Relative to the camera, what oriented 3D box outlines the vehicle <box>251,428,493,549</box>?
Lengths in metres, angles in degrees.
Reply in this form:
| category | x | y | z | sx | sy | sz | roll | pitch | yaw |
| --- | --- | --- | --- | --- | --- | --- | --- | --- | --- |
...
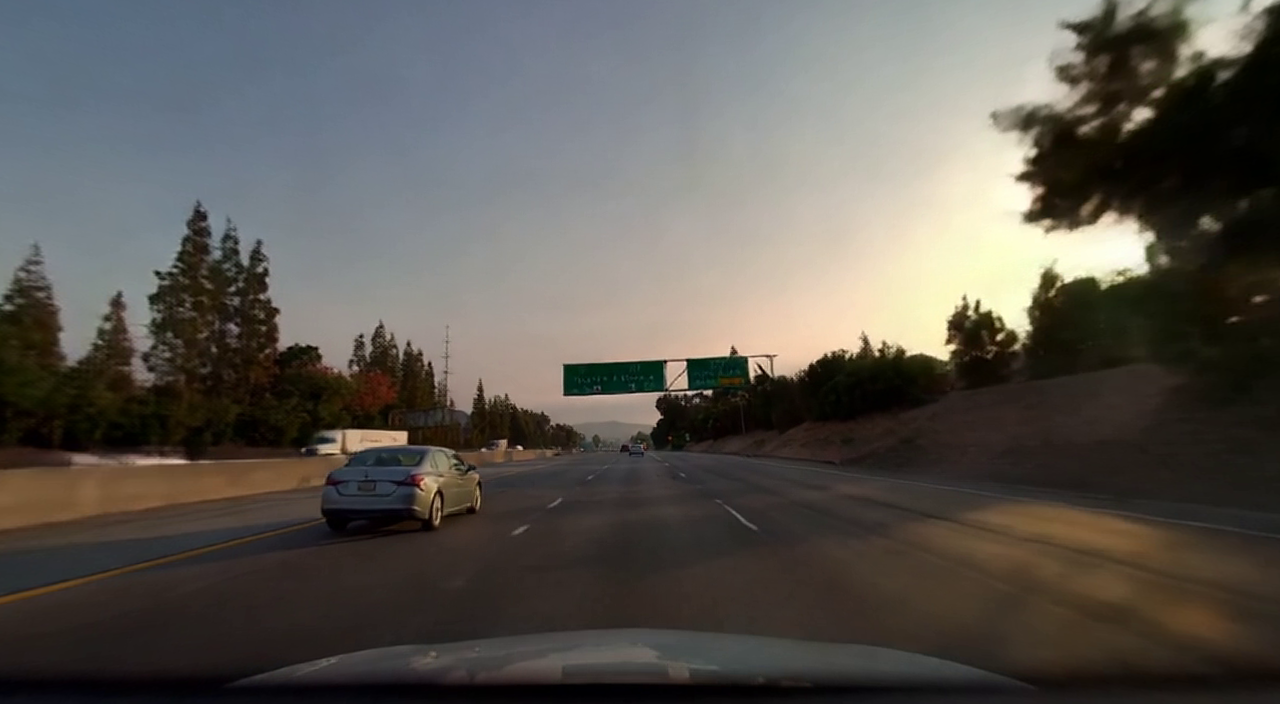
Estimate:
| category | x | y | z | sx | sy | sz | roll | pitch | yaw |
| --- | --- | --- | --- | --- | --- | --- | --- | --- | --- |
| vehicle | -3.980 | 2.086 | 10.386 | 2.050 | 1.547 | 4.266 | 0 | -8 | 1 |
